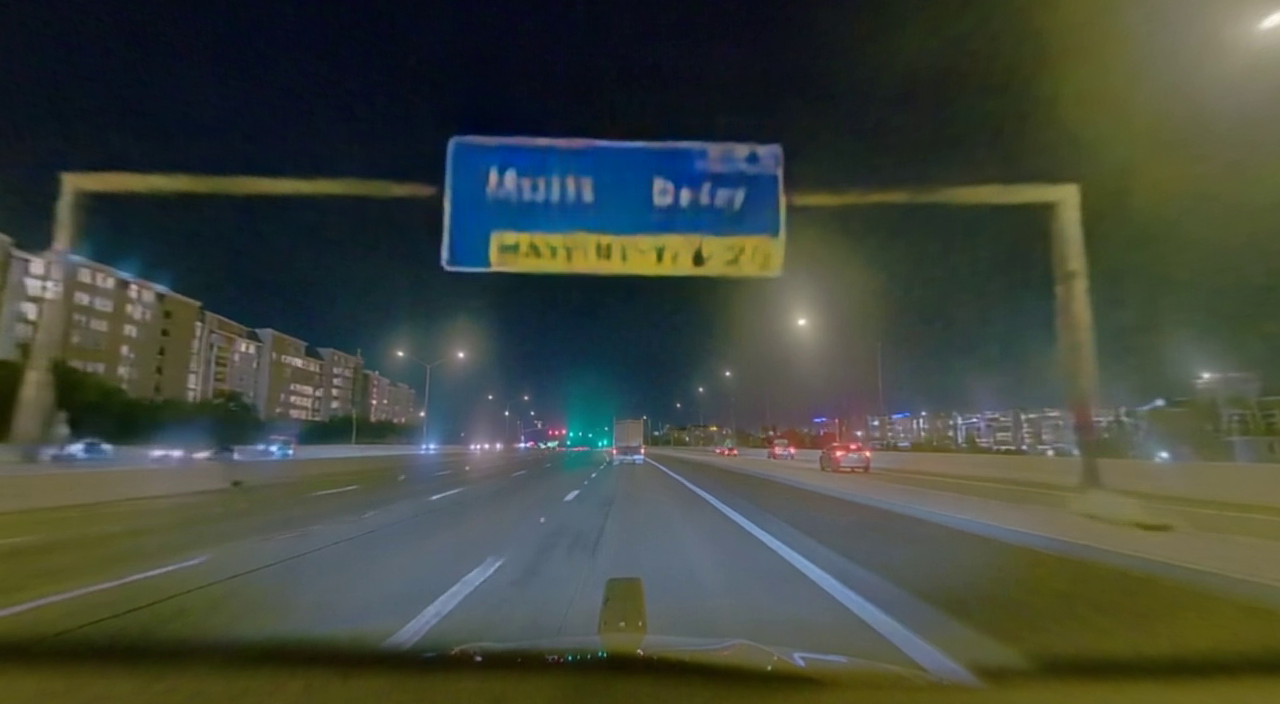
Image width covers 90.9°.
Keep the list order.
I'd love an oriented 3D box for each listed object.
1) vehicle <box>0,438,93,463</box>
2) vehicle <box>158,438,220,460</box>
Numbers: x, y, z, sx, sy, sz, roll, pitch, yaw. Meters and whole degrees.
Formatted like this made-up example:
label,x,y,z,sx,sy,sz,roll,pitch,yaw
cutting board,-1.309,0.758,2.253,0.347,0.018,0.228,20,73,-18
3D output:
label,x,y,z,sx,sy,sz,roll,pitch,yaw
vehicle,-40.354,6.702,43.048,1.858,1.574,4.642,0,-8,-1
vehicle,-33.750,7.281,47.354,1.797,1.518,3.946,0,-8,-1
